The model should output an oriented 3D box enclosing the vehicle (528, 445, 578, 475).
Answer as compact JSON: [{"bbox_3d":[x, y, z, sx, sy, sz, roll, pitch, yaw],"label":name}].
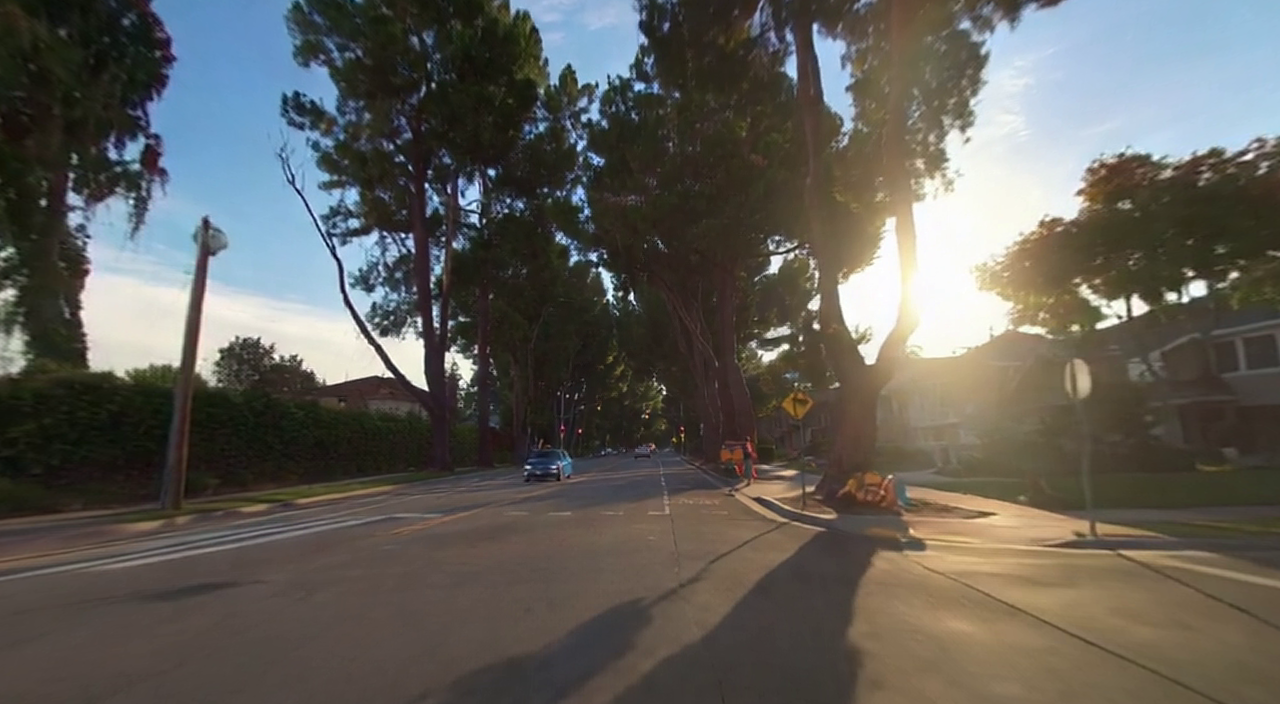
[{"bbox_3d":[-4.730,5.924,34.778,1.927,1.521,4.571,0,-8,2],"label":"vehicle"}]
